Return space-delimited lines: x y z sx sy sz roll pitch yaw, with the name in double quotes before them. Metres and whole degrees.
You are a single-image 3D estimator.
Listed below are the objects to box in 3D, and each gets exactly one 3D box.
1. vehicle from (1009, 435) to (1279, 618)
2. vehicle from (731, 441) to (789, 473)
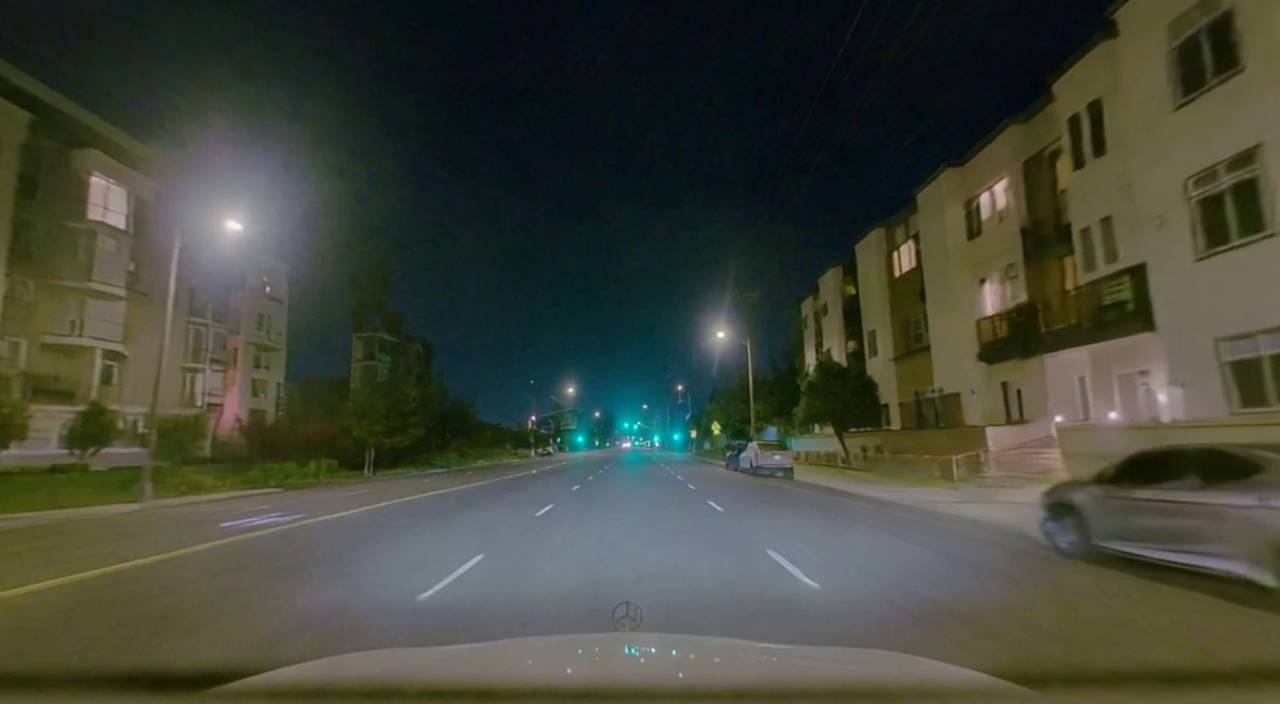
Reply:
"vehicle" 6.168 1.589 6.295 1.944 1.478 4.885 0 -8 -1
"vehicle" 6.259 5.532 33.507 1.948 1.526 4.518 0 -9 -3
